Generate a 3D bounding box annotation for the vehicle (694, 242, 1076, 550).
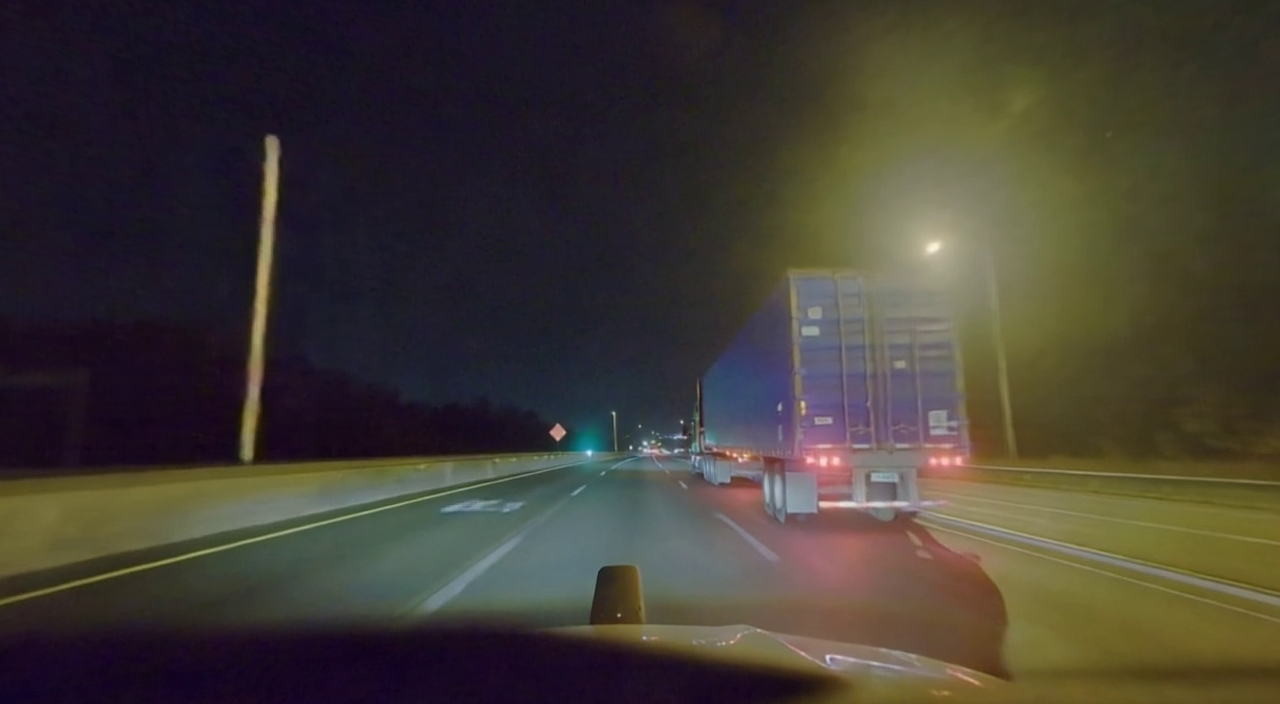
[{"bbox_3d":[3.743,1.620,15.419,3.244,4.020,14.561,0,-9,-1],"label":"vehicle"}]
